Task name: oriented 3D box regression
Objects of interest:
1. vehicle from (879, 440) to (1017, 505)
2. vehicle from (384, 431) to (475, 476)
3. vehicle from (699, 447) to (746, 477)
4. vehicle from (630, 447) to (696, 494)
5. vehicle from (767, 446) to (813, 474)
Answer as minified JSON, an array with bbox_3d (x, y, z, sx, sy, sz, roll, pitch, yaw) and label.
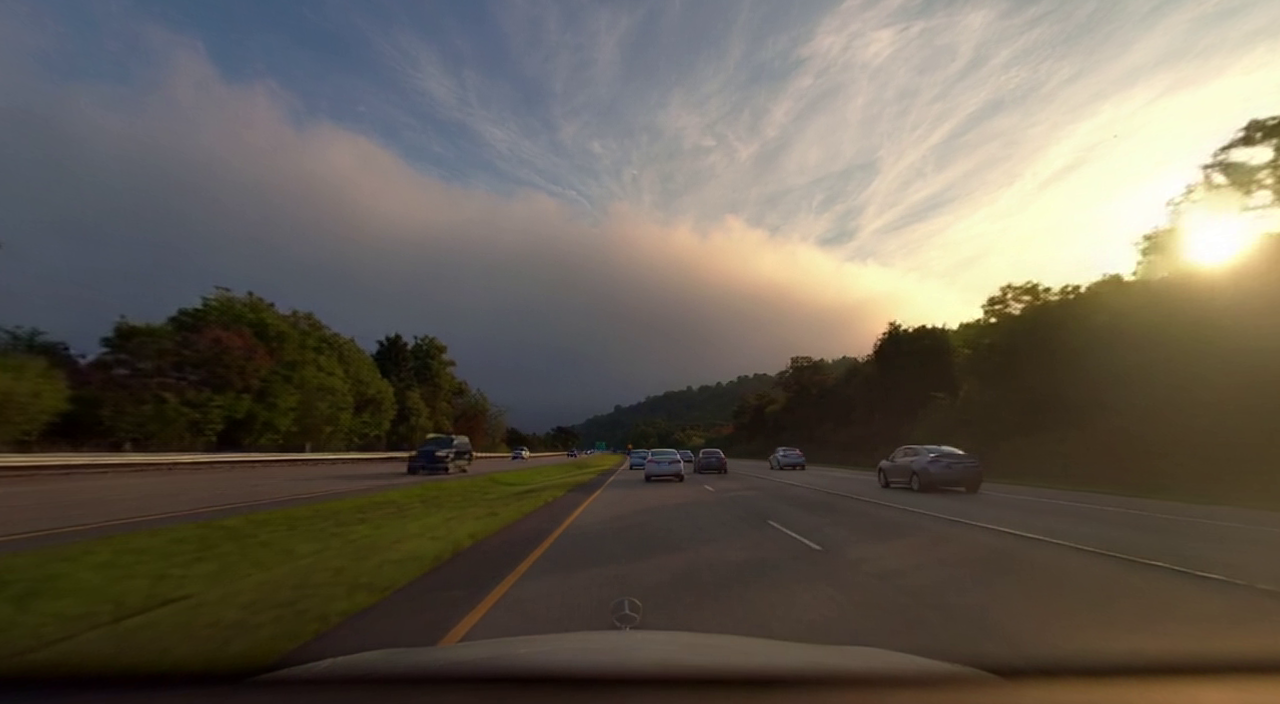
[{"bbox_3d":[8.261,3.249,17.336,1.847,1.554,3.752,0,-9,-1],"label":"vehicle"},{"bbox_3d":[-8.470,4.145,25.863,2.039,1.648,4.621,-1,-9,1],"label":"vehicle"},{"bbox_3d":[4.469,6.023,34.748,1.981,1.518,4.029,0,-9,0],"label":"vehicle"},{"bbox_3d":[0.722,3.971,21.378,2.020,1.426,3.702,0,-9,0],"label":"vehicle"},{"bbox_3d":[9.264,6.696,39.238,1.957,1.594,3.632,0,-9,0],"label":"vehicle"}]
